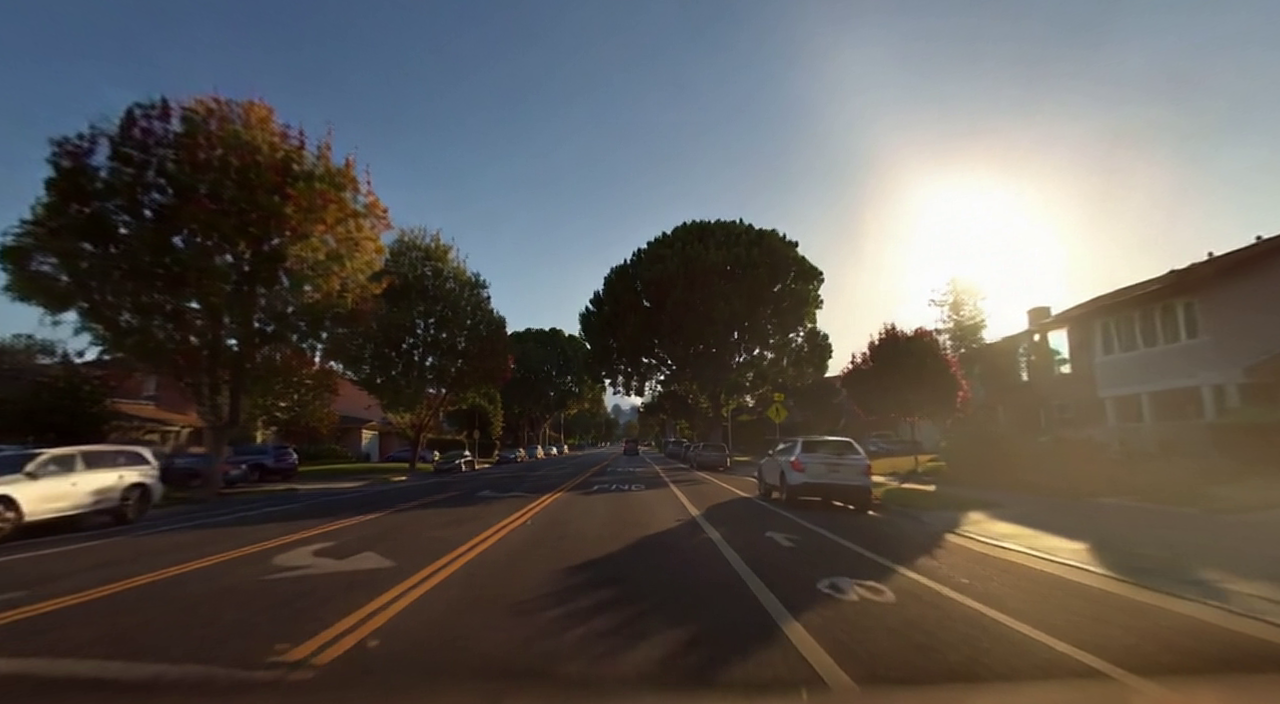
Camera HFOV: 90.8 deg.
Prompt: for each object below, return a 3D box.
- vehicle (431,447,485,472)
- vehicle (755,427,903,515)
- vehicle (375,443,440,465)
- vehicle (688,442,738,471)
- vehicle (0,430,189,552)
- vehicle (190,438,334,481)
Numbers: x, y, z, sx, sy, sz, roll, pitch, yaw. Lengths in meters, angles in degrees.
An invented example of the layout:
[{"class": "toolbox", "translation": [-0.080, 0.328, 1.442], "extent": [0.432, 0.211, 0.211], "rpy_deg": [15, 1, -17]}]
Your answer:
[{"class": "vehicle", "translation": [-11.866, 7.050, 41.522], "extent": [2.079, 1.509, 4.591], "rpy_deg": [0, -9, 1]}, {"class": "vehicle", "translation": [4.232, 2.750, 15.037], "extent": [2.027, 1.751, 4.433], "rpy_deg": [0, -9, -2]}, {"class": "vehicle", "translation": [-18.320, 8.045, 49.896], "extent": [4.310, 1.705, 1.905], "rpy_deg": [-1, -9, 4]}, {"class": "vehicle", "translation": [4.042, 5.875, 35.685], "extent": [1.920, 1.541, 4.709], "rpy_deg": [0, -9, -4]}, {"class": "vehicle", "translation": [-11.742, 2.565, 12.115], "extent": [2.199, 1.988, 5.454], "rpy_deg": [0, -9, -1]}, {"class": "vehicle", "translation": [-17.916, 5.088, 30.045], "extent": [5.764, 1.898, 2.201], "rpy_deg": [-2, -9, 11]}]
